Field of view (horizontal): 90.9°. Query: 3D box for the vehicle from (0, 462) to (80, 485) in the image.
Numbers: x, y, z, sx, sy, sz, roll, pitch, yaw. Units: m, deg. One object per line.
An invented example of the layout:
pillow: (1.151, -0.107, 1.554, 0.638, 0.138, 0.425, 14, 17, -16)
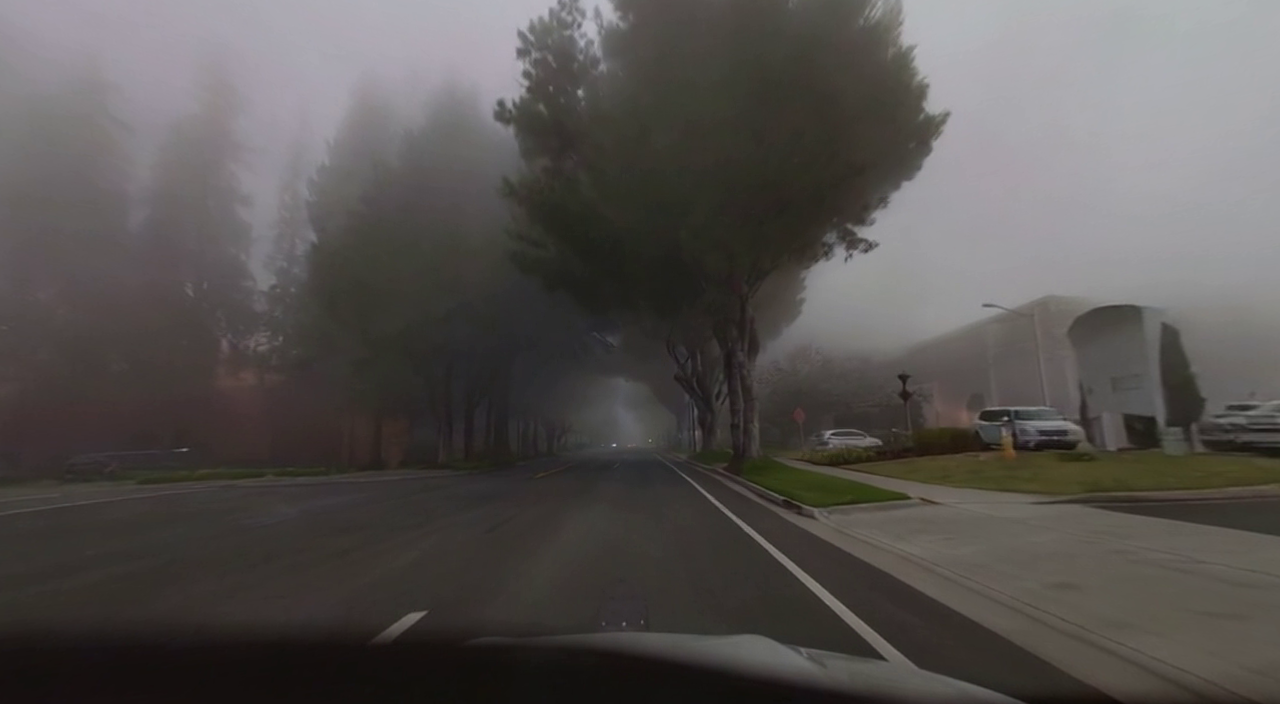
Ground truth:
vehicle: (-46.027, 9.296, 48.421, 1.839, 1.599, 4.540, 0, -8, -1)

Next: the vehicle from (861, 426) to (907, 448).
vehicle: (17.545, 6.124, 45.223, 1.824, 1.499, 3.812, -7, -11, 39)

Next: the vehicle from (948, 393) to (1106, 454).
vehicle: (11.641, 2.279, 19.498, 2.036, 1.636, 4.995, 0, -8, 5)

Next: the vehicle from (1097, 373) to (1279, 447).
vehicle: (16.807, 1.869, 19.237, 2.027, 1.910, 4.824, -3, -8, 1)
